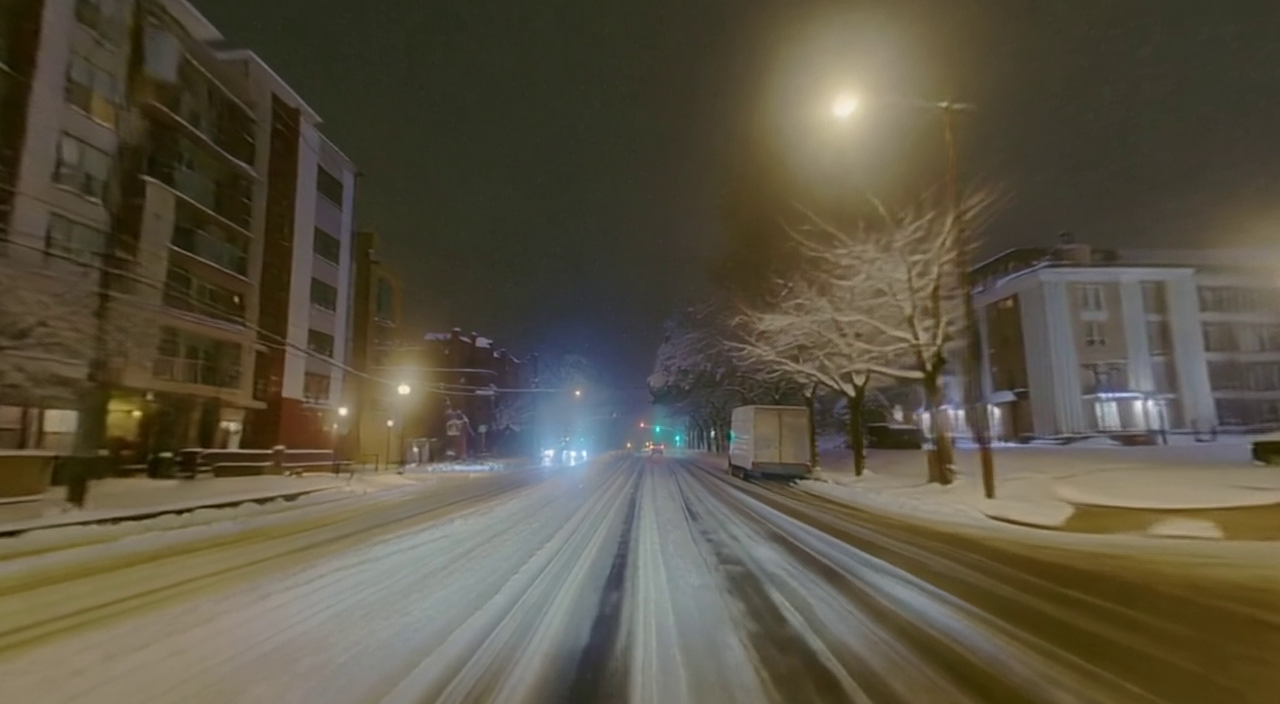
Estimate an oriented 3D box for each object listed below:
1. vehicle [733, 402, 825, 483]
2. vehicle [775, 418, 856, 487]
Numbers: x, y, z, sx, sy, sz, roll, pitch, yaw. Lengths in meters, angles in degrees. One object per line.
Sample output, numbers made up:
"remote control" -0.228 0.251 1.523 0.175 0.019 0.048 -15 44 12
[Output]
"vehicle" 6.128 4.122 28.792 2.750 3.269 6.333 0 -8 0
"vehicle" 6.598 3.804 24.010 2.021 2.433 3.088 0 -8 -2
